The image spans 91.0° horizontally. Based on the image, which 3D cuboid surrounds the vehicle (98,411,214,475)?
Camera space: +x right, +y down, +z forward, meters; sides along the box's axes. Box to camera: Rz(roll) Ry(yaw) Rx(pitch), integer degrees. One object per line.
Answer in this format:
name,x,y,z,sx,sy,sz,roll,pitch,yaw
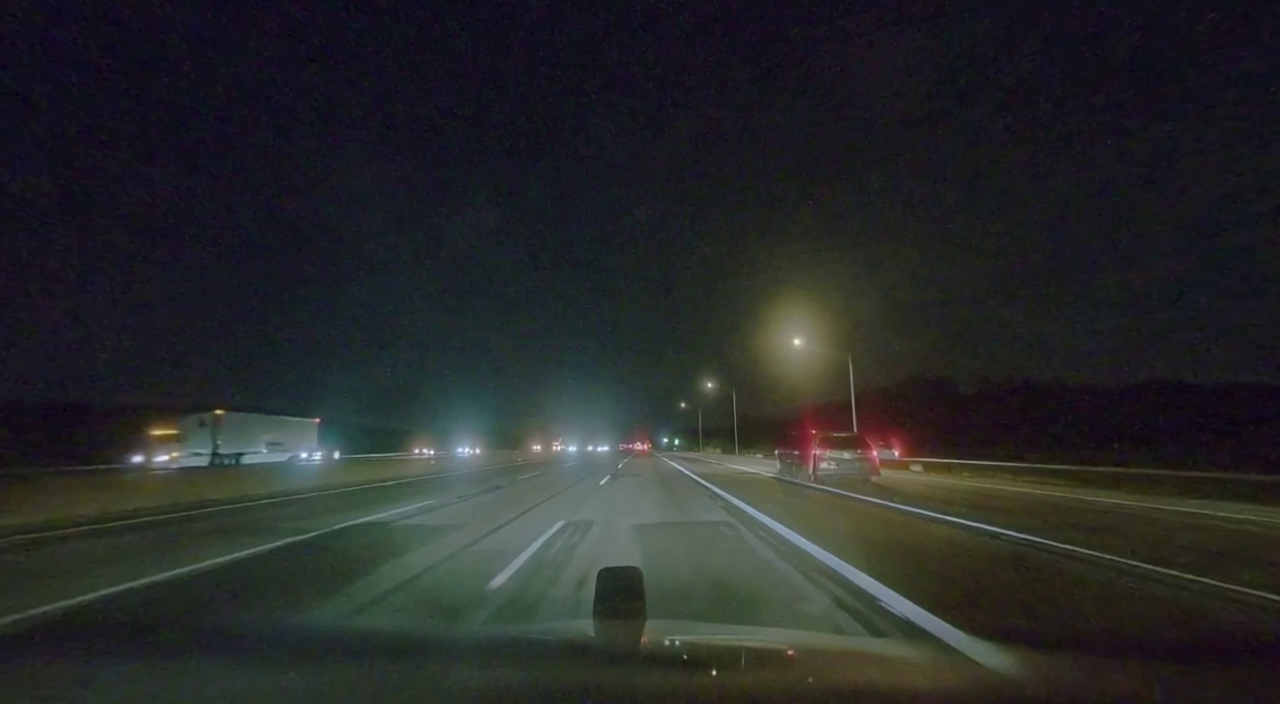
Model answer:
vehicle,-31.996,6.070,41.955,2.962,3.978,5.736,0,-9,-1
